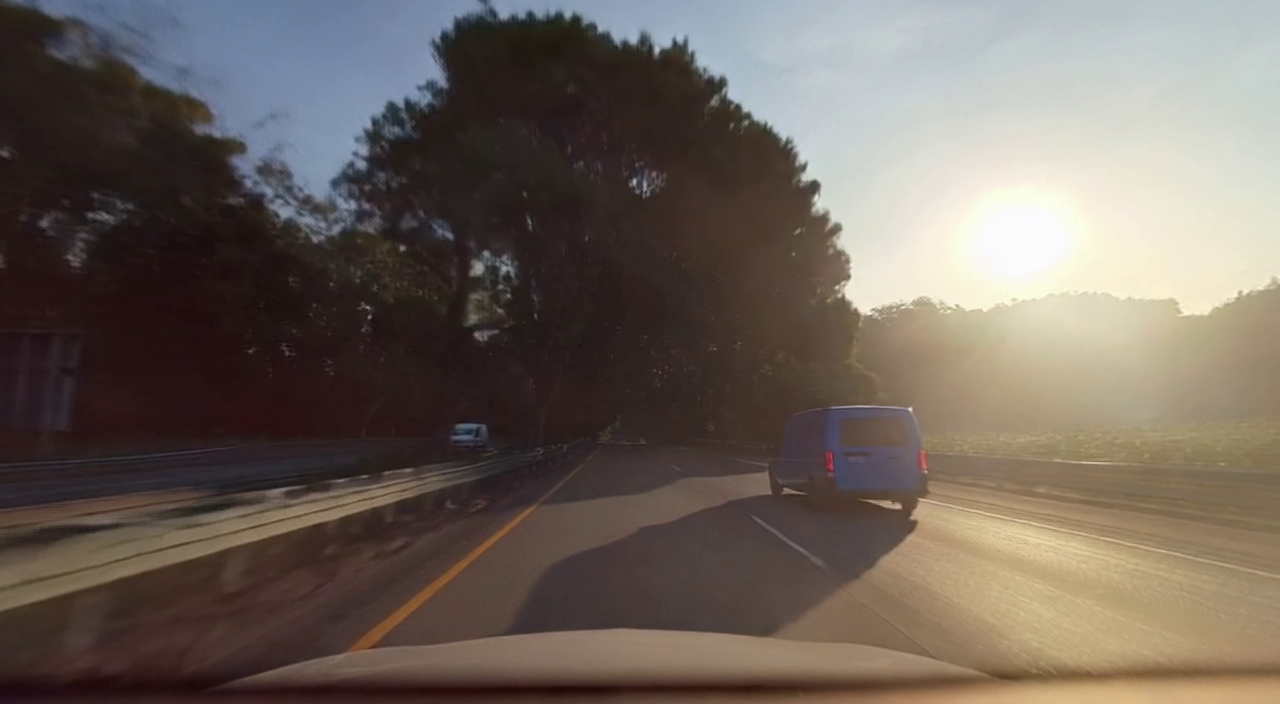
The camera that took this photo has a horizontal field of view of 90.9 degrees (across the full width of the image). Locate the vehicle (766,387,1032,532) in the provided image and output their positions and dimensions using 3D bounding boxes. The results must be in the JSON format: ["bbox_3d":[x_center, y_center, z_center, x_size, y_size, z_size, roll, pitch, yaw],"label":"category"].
[{"bbox_3d":[3.701,1.638,10.208,2.240,1.801,4.545,0,-8,-2],"label":"vehicle"}]
